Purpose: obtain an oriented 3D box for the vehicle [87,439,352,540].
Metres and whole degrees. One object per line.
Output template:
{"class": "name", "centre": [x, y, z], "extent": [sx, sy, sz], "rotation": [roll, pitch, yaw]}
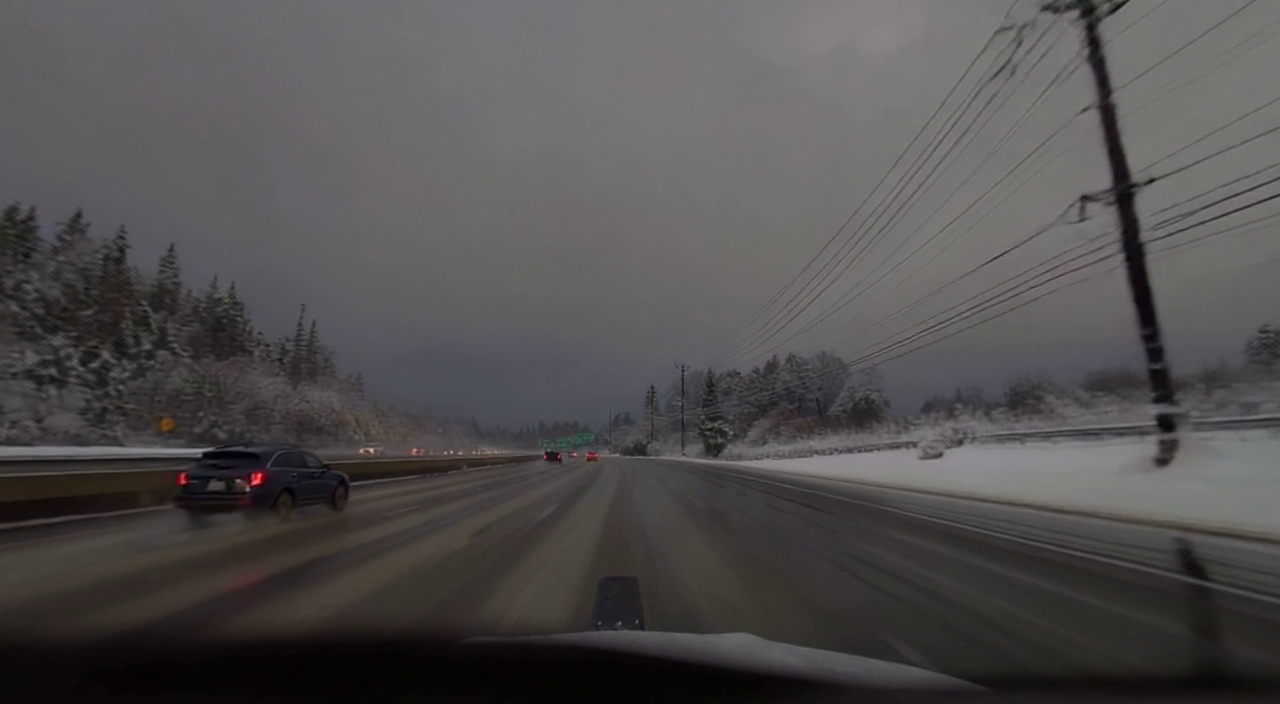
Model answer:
{"class": "vehicle", "centre": [-7.421, 2.432, 11.799], "extent": [1.999, 1.527, 4.238], "rotation": [0, -9, 0]}
